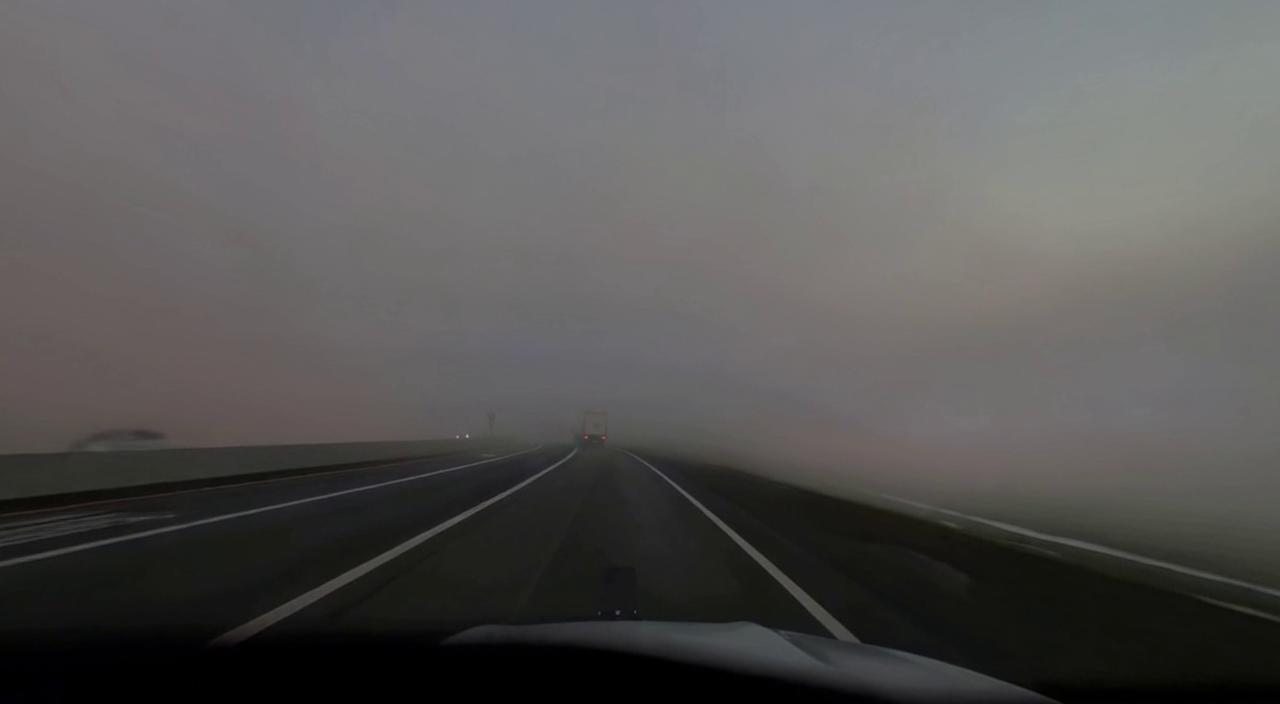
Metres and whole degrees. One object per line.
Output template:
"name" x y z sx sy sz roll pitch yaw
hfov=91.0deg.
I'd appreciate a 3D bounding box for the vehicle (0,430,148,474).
"vehicle" -21.579 3.801 24.219 1.819 1.486 4.460 0 -8 -3
